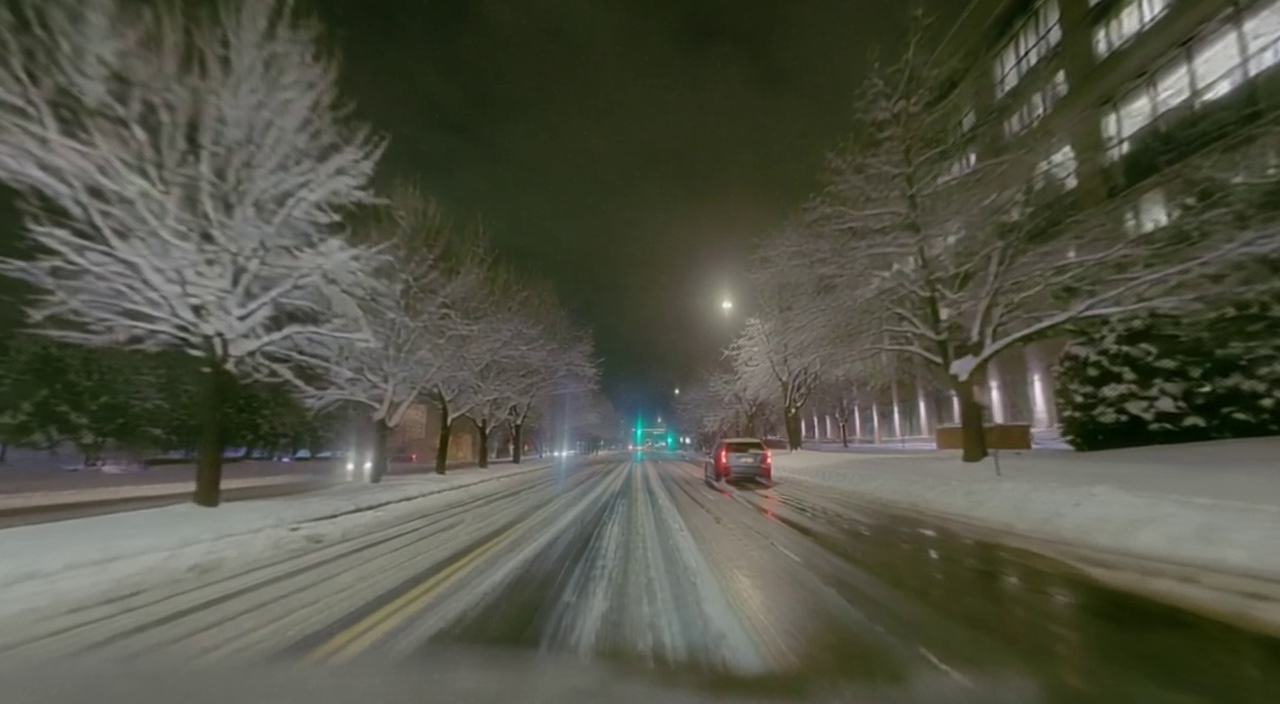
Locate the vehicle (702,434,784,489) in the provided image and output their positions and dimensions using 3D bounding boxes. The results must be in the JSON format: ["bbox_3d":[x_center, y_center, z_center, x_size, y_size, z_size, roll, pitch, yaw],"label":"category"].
[{"bbox_3d":[3.541,3.844,22.574,2.083,1.743,4.354,0,-8,-1],"label":"vehicle"}]

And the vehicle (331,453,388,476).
[{"bbox_3d":[-19.843,7.940,44.934,1.880,1.455,4.654,0,-8,1],"label":"vehicle"}]
